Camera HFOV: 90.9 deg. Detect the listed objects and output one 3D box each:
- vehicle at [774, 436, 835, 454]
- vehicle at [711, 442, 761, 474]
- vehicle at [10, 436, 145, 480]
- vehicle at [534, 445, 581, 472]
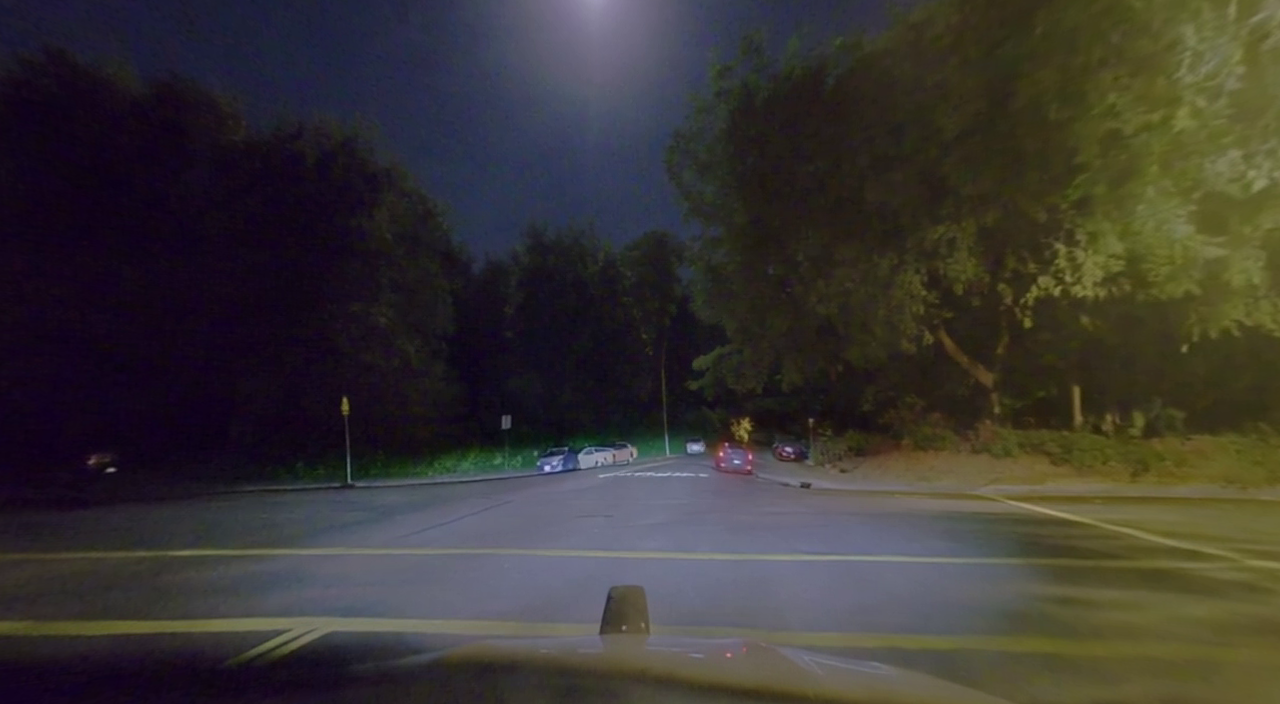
[{"bbox_3d":[12.906,7.328,49.625,4.310,1.378,1.698,0,-8,3],"label":"vehicle"},{"bbox_3d":[4.686,5.237,31.448,2.051,1.461,4.100,0,-8,3],"label":"vehicle"},{"bbox_3d":[-25.262,4.731,28.333,4.986,1.796,2.066,-2,-9,17],"label":"vehicle"},{"bbox_3d":[-4.825,6.308,37.601,2.102,1.507,4.049,0,-8,2],"label":"vehicle"}]
